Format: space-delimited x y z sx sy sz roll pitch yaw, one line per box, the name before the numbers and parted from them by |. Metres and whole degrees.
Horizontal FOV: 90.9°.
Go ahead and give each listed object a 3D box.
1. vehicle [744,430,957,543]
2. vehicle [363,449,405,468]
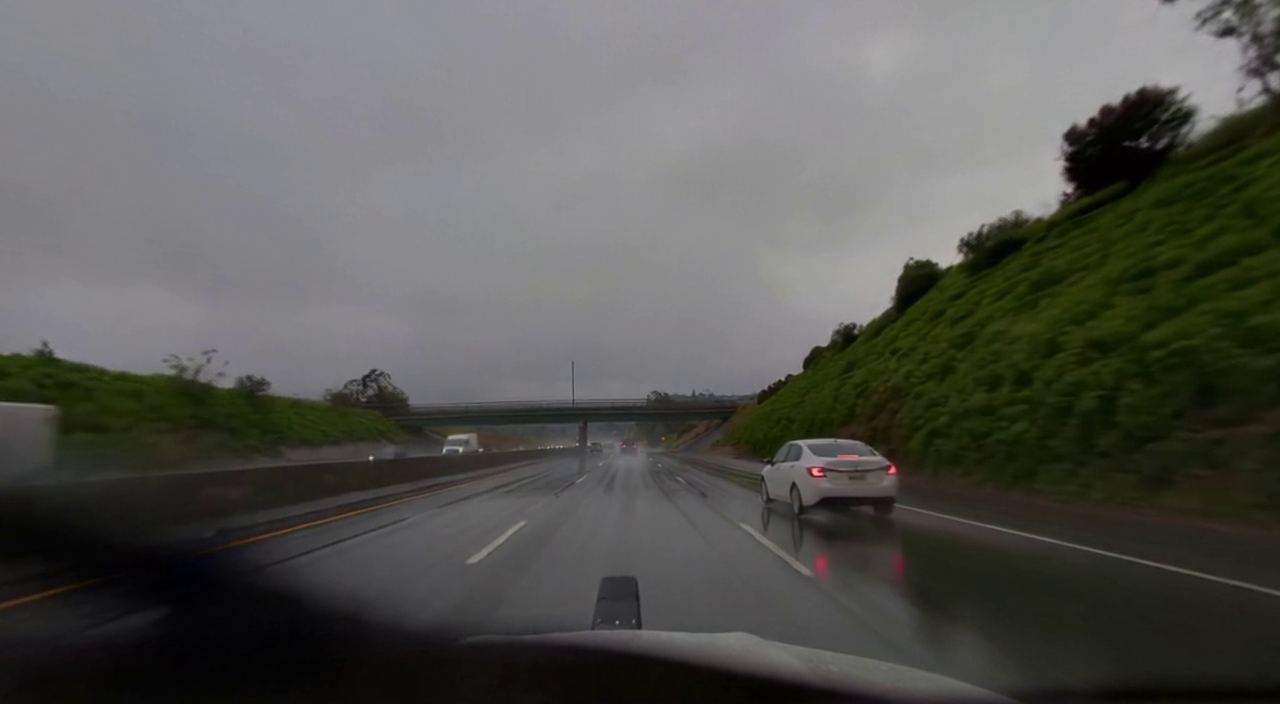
vehicle | 3.237 2.125 10.779 2.079 1.515 4.196 0 -8 -2
vehicle | -19.995 8.309 49.404 1.763 1.394 3.806 0 -8 0
